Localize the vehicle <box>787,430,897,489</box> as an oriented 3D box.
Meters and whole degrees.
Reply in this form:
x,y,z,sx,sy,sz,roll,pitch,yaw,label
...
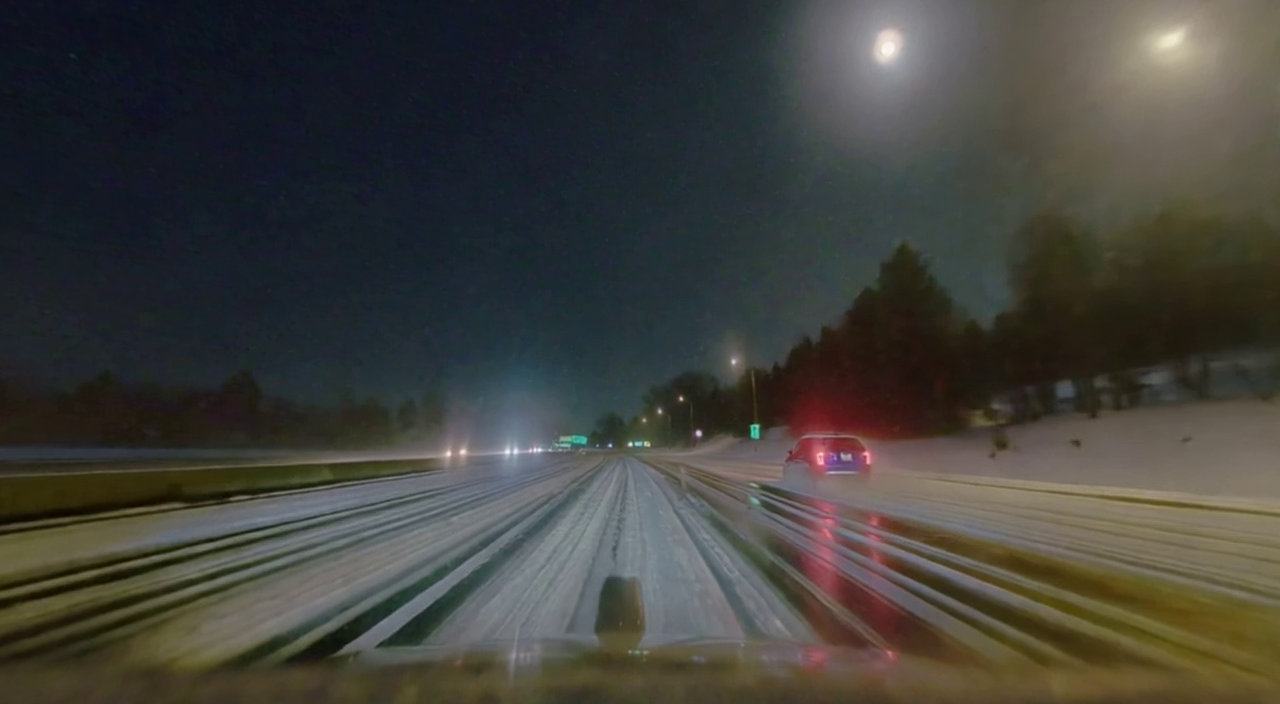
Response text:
x,y,z,sx,sy,sz,roll,pitch,yaw,label
6.515,3.519,20.907,2.091,1.711,4.383,0,-9,-1,vehicle
